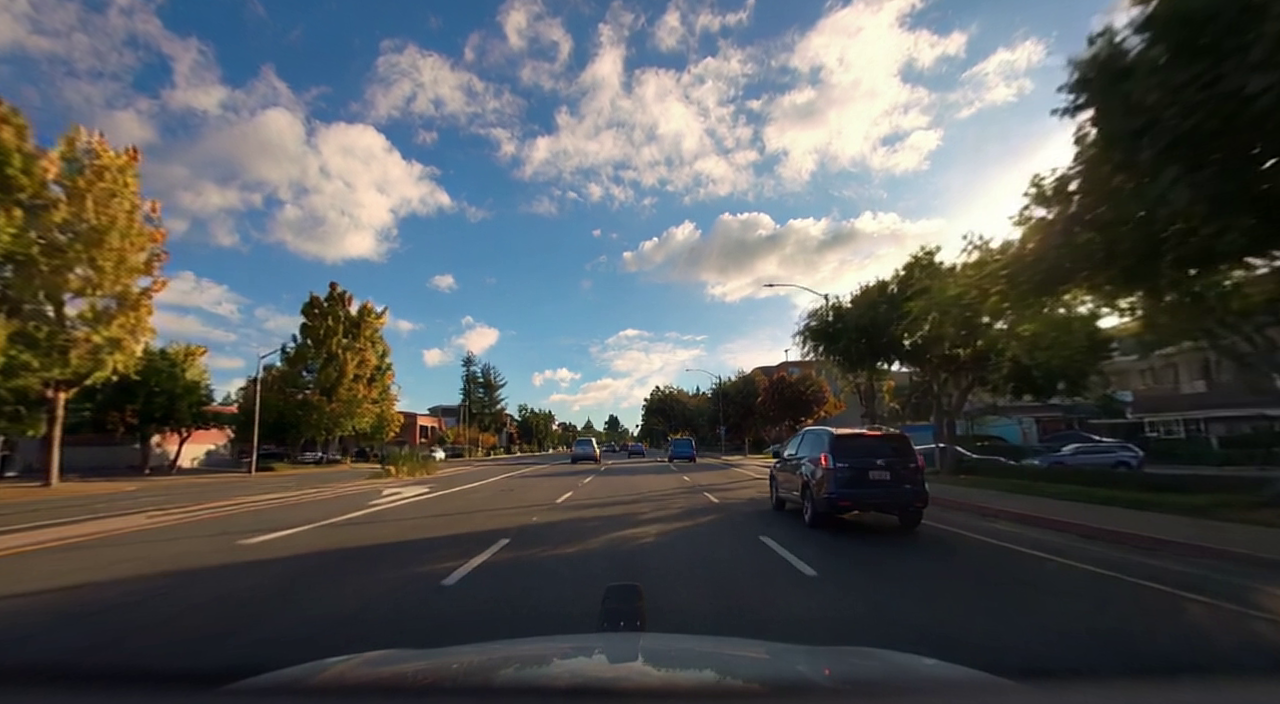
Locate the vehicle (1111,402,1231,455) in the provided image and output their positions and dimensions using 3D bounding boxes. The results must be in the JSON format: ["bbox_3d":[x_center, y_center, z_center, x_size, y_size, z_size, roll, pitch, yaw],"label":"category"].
[{"bbox_3d":[36.893,5.369,43.973,5.871,3.300,2.842,-1,-10,-10],"label":"vehicle"}]

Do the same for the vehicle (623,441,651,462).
[{"bbox_3d":[-0.247,7.502,47.832,2.074,1.463,4.016,0,-8,-1],"label":"vehicle"}]

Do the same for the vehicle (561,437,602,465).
[{"bbox_3d":[-3.920,6.759,43.403,2.220,1.793,4.885,0,-8,1],"label":"vehicle"}]

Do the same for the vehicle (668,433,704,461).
[{"bbox_3d":[3.402,7.123,47.456,2.197,2.034,4.667,1,-8,-2],"label":"vehicle"}]

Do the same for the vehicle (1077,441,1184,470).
[{"bbox_3d":[28.073,5.923,36.267,4.413,1.580,2.028,0,-8,2],"label":"vehicle"}]

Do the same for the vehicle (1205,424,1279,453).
[{"bbox_3d":[43.686,6.173,44.992,5.684,1.930,2.025,2,-8,-13],"label":"vehicle"}]

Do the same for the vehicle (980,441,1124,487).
[{"bbox_3d":[16.379,4.453,25.290,4.407,1.494,1.799,-3,-8,0],"label":"vehicle"}]

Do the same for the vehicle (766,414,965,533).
[{"bbox_3d":[3.899,2.177,11.907,2.060,1.816,4.343,0,-8,-1],"label":"vehicle"}]
